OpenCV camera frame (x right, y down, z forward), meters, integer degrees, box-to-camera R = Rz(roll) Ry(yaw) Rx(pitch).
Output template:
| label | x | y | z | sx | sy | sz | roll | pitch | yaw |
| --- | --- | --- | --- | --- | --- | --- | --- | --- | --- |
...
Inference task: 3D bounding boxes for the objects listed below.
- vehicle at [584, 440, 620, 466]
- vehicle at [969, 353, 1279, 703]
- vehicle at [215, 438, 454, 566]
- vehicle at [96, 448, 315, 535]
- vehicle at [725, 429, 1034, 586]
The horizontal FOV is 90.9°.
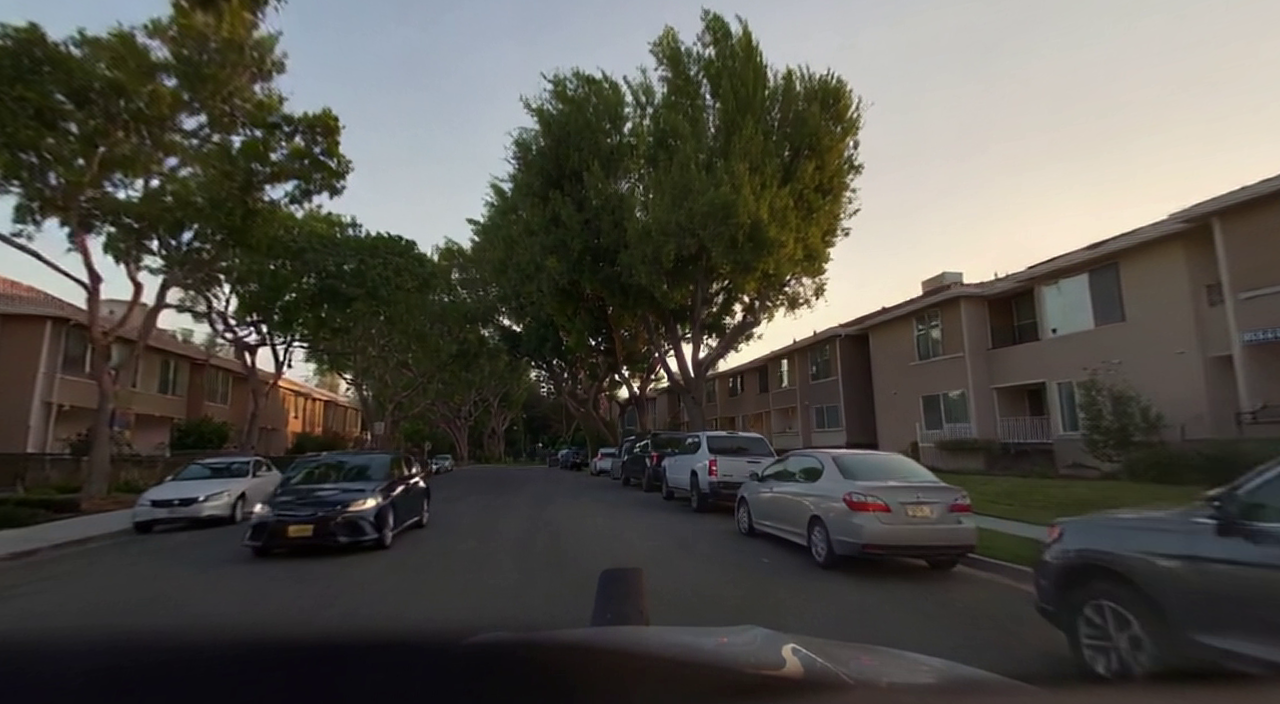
| label | x | y | z | sx | sy | sz | roll | pitch | yaw |
| --- | --- | --- | --- | --- | --- | --- | --- | --- | --- |
| vehicle | -2.876 | 7.465 | 46.746 | 2.114 | 1.787 | 4.783 | 1 | -8 | -10 |
| vehicle | 3.720 | 0.836 | 2.439 | 1.937 | 1.722 | 4.575 | 1 | -8 | -8 |
| vehicle | -4.309 | 2.099 | 9.854 | 1.971 | 1.476 | 4.593 | 1 | -8 | -8 |
| vehicle | -9.052 | 2.867 | 13.752 | 2.119 | 1.476 | 4.588 | 1 | -8 | -10 |
| vehicle | 2.786 | 1.876 | 8.682 | 1.876 | 1.538 | 4.447 | 1 | -8 | -10 |
